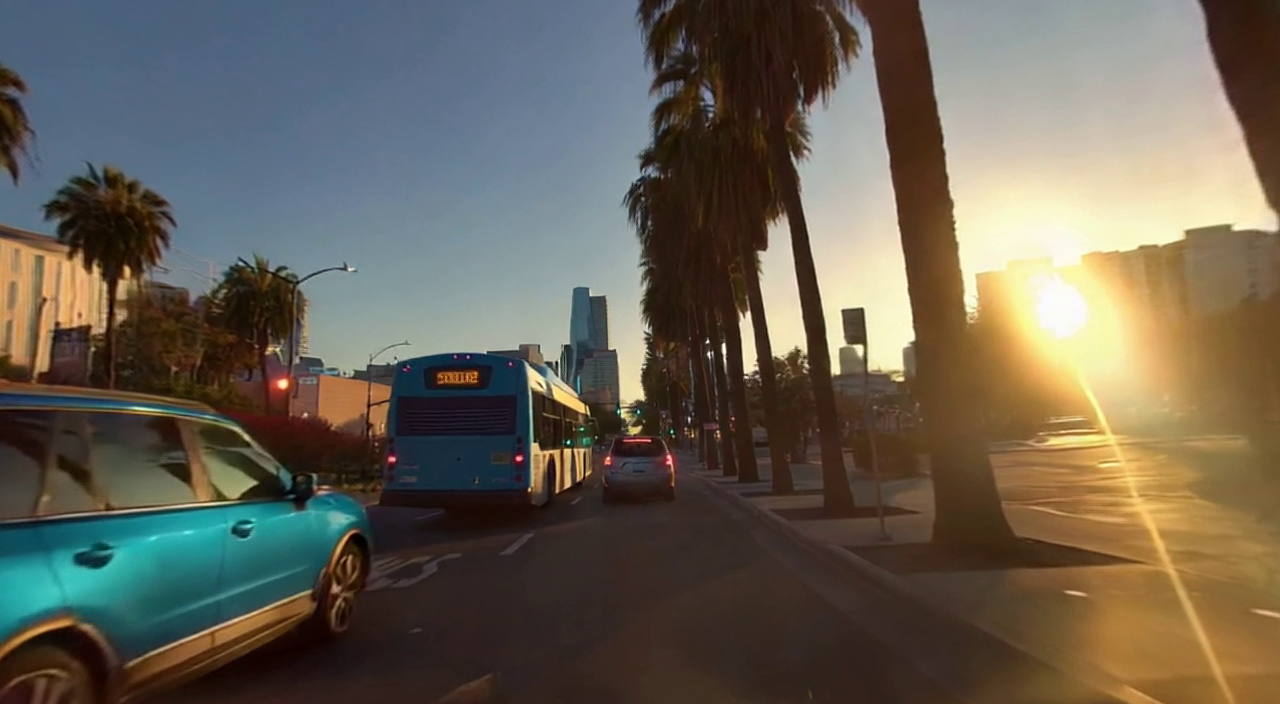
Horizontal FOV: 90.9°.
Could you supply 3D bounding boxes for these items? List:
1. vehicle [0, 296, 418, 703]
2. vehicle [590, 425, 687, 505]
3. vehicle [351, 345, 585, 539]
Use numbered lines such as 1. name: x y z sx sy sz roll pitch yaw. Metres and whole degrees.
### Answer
1. vehicle: -3.040 0.919 3.201 2.124 1.799 4.587 0 -8 0
2. vehicle: -0.030 2.762 15.812 2.120 1.727 3.917 0 -8 0
3. vehicle: -3.061 2.012 14.170 2.775 3.064 8.297 0 -8 1
